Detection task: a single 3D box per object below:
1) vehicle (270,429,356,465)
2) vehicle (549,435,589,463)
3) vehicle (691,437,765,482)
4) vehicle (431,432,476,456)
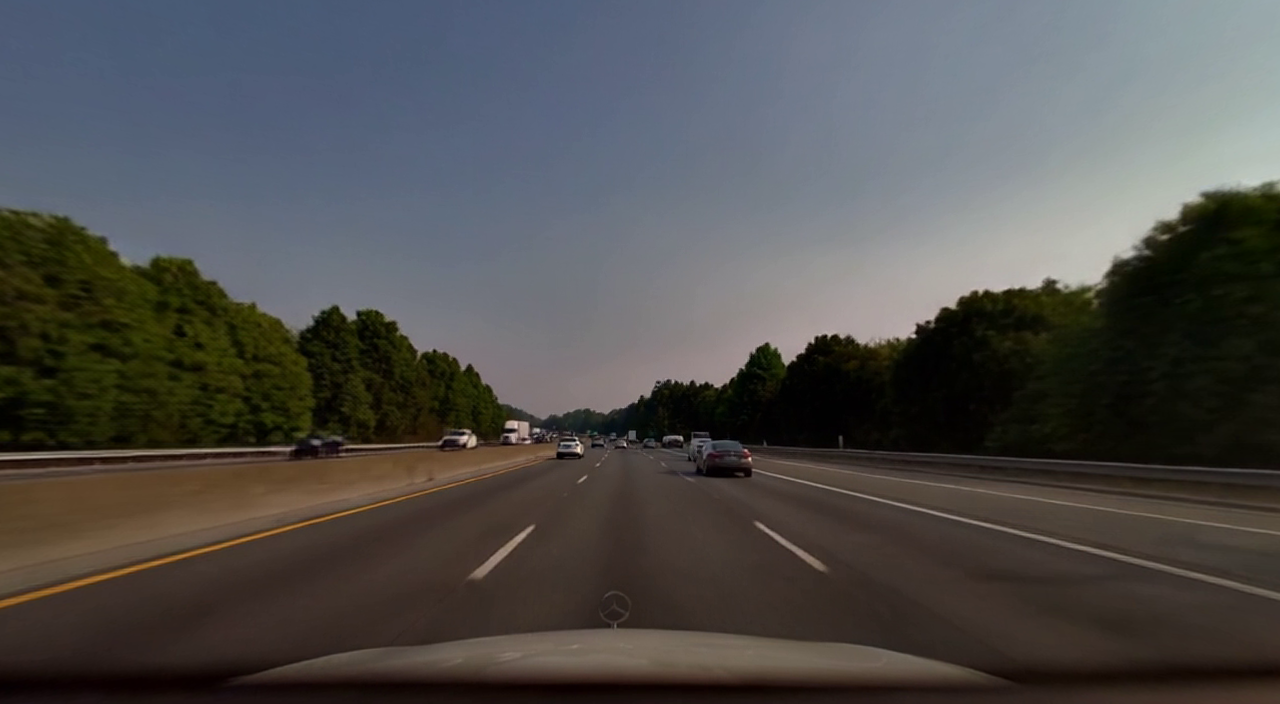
[{"bbox_3d":[-16.024,4.677,31.175,1.935,1.619,4.445,0,-8,-1],"label":"vehicle"},{"bbox_3d":[-4.275,5.905,38.596,2.011,1.614,4.808,0,-8,-1],"label":"vehicle"},{"bbox_3d":[3.079,3.832,22.966,1.990,1.480,3.865,0,-8,-2],"label":"vehicle"},{"bbox_3d":[-12.637,6.251,42.939,1.888,1.507,4.157,0,-8,-1],"label":"vehicle"}]
